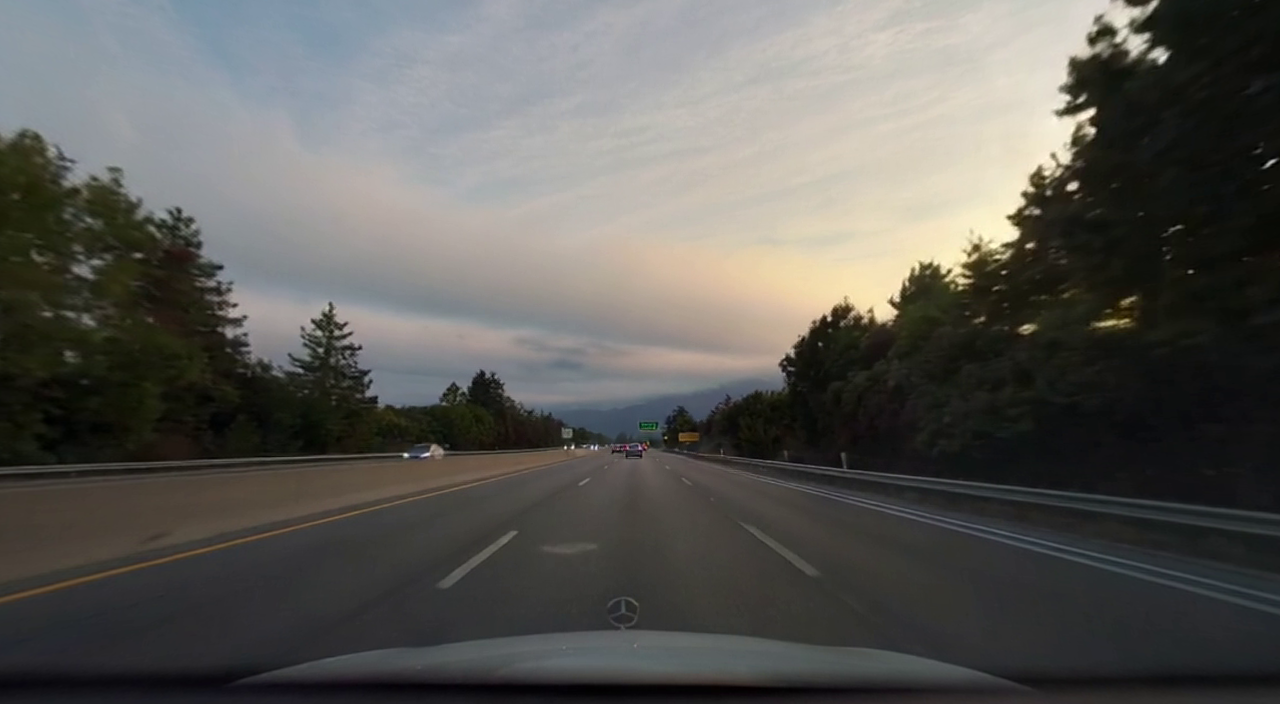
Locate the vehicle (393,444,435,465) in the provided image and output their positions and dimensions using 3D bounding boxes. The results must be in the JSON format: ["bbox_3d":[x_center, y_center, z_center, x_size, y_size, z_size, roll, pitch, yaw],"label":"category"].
[{"bbox_3d":[-16.250,7.384,45.408,1.683,1.425,3.579,0,-9,0],"label":"vehicle"}]
